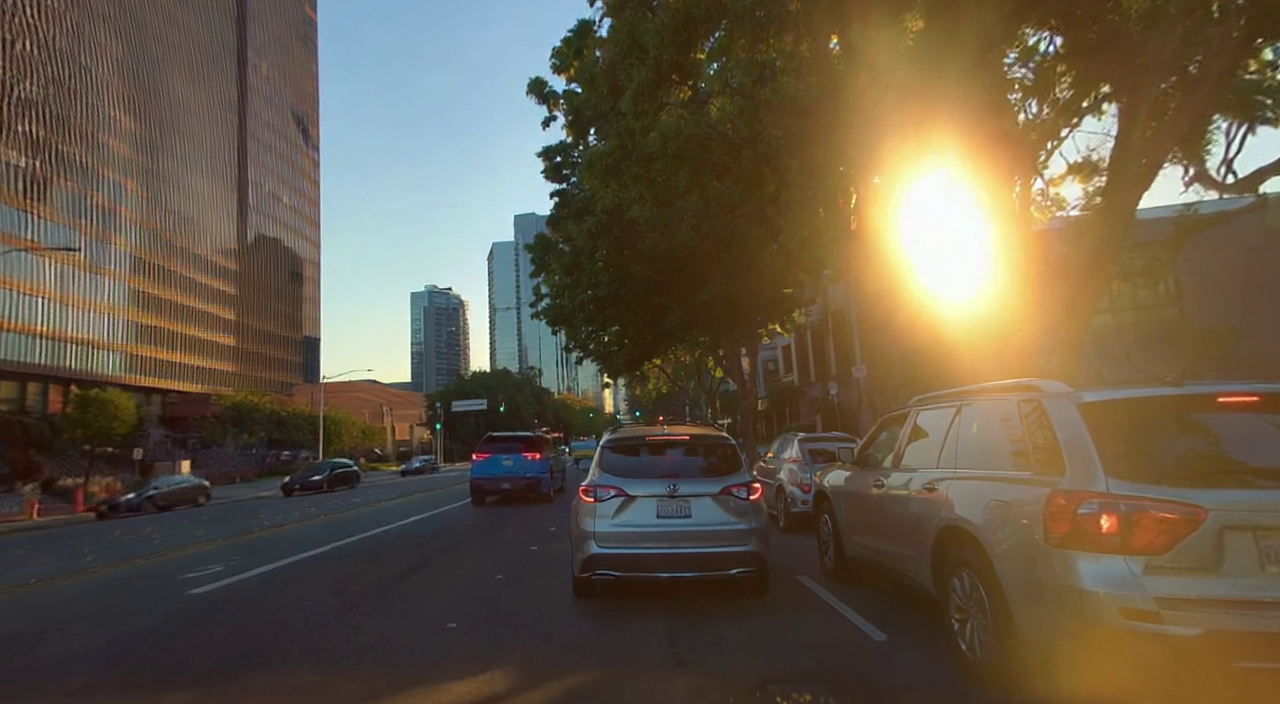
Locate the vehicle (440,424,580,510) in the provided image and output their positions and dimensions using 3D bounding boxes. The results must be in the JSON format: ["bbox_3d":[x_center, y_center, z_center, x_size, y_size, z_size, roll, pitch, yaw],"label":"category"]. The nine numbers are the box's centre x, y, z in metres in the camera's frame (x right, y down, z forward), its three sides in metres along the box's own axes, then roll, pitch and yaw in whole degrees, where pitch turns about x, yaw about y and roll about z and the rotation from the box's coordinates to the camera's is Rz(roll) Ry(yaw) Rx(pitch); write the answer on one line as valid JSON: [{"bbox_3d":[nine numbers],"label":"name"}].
[{"bbox_3d":[-3.088,2.932,16.563,2.375,1.847,5.606,0,-9,1],"label":"vehicle"}]

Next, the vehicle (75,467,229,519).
[{"bbox_3d":[-19.451,5.613,25.514,2.274,1.708,4.863,0,-9,1],"label":"vehicle"}]

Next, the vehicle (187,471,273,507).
[{"bbox_3d":[-22.654,7.571,35.029,1.854,1.419,4.318,-7,-8,0],"label":"vehicle"}]

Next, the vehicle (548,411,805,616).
[{"bbox_3d":[0.234,1.552,6.871,2.045,1.608,3.573,0,-9,-2],"label":"vehicle"}]

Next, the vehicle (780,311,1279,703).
[{"bbox_3d":[2.748,1.109,4.905,2.117,1.855,4.794,0,-9,-1],"label":"vehicle"}]

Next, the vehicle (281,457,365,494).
[{"bbox_3d":[-16.081,6.272,32.304,2.105,1.676,4.099,0,-9,1],"label":"vehicle"}]

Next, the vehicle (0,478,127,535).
[{"bbox_3d":[-22.640,5.779,24.061,1.975,1.698,4.715,0,-9,2],"label":"vehicle"}]
